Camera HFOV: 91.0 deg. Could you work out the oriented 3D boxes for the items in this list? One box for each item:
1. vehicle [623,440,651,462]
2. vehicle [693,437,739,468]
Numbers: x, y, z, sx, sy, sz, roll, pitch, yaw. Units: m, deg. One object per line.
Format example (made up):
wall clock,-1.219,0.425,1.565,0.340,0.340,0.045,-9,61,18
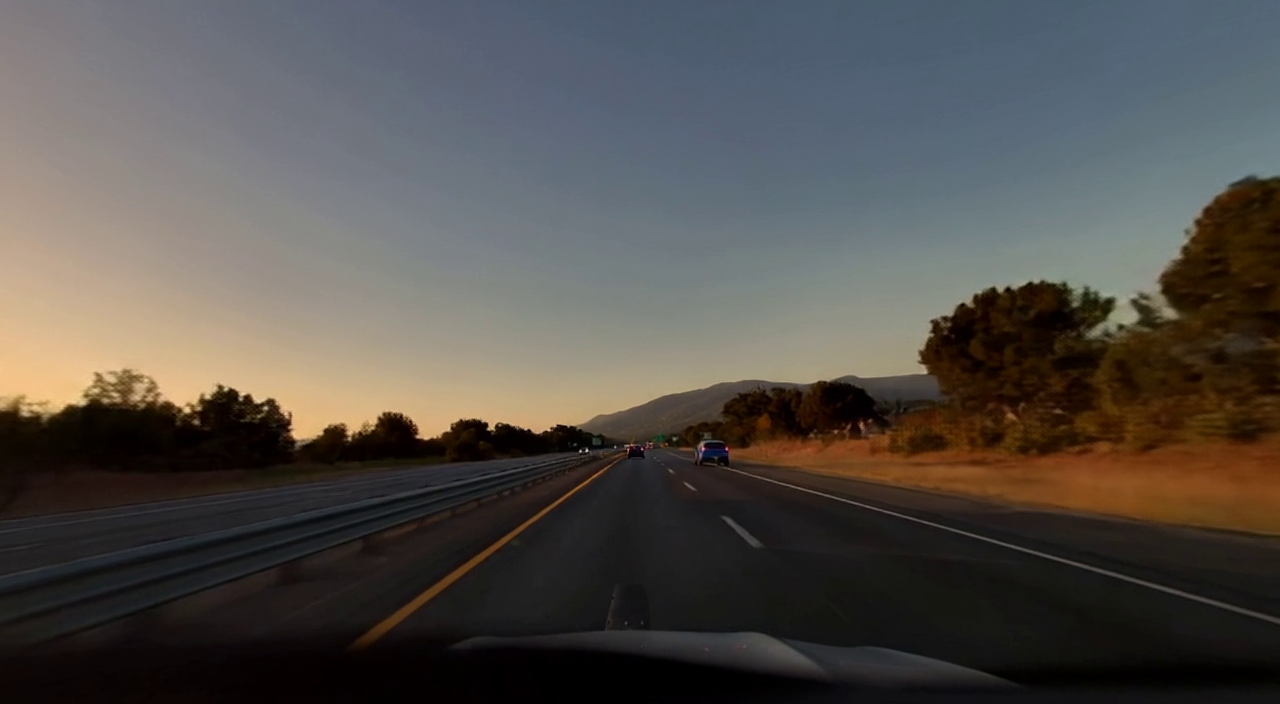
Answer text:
vehicle,-0.206,7.346,46.766,2.009,1.554,4.013,0,-8,1
vehicle,4.108,5.499,34.621,2.037,1.609,4.036,0,-8,0
